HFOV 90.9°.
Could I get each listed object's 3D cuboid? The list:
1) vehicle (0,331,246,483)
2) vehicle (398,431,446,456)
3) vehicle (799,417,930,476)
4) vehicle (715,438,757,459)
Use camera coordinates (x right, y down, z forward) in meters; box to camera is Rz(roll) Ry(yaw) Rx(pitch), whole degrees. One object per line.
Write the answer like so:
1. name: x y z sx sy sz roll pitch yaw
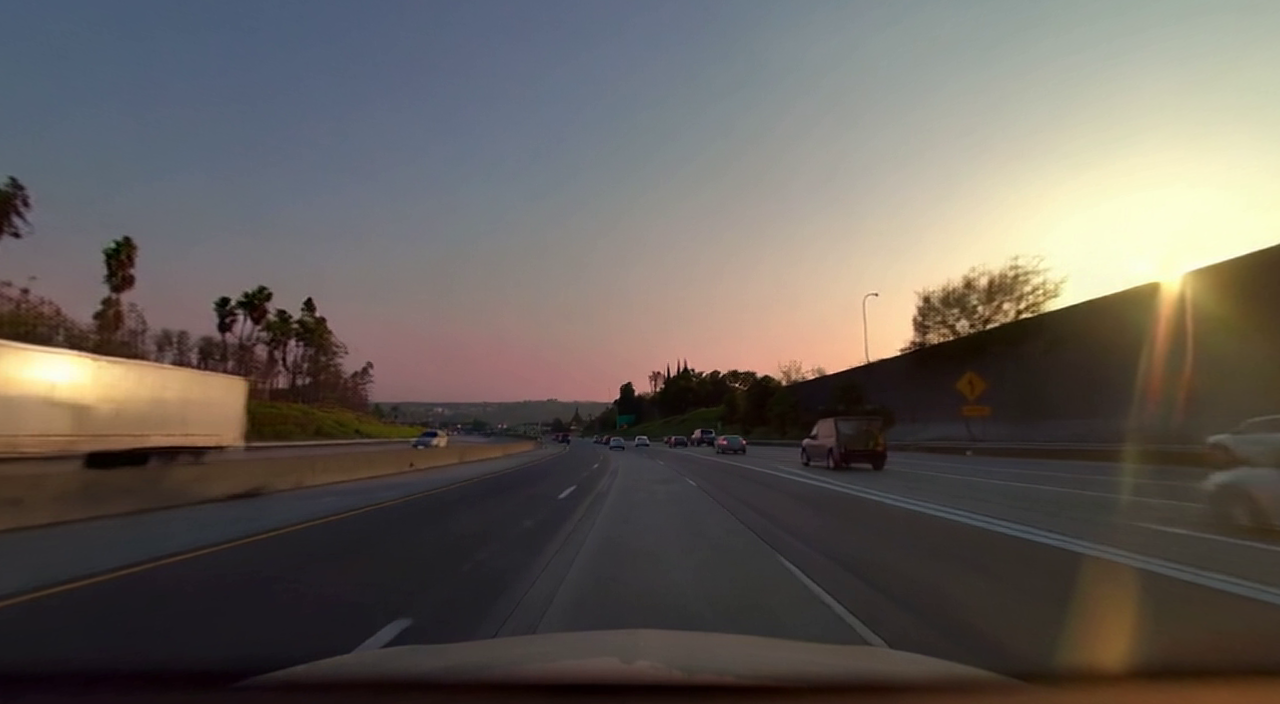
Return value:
1. vehicle: -19.317 1.942 20.304 2.881 4.181 16.486 0 -8 -1
2. vehicle: -15.905 6.693 46.293 2.019 1.712 4.612 0 -8 -2
3. vehicle: 8.479 3.692 24.811 2.622 1.977 6.537 0 -8 -1
4. vehicle: 6.988 7.080 46.275 2.110 1.481 4.511 0 -8 -4
